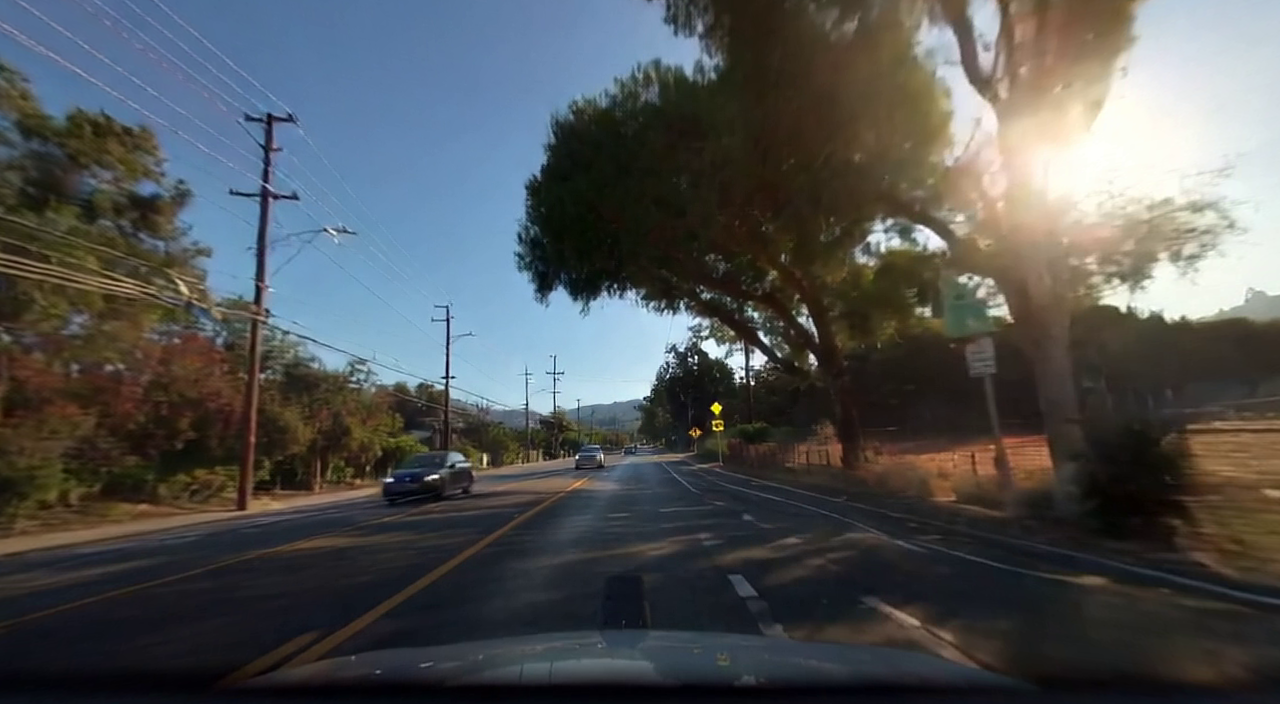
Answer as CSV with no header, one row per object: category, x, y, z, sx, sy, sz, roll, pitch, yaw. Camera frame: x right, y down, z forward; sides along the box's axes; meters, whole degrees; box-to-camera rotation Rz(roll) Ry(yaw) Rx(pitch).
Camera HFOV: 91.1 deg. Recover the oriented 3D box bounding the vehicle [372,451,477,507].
vehicle,-7.518,4.433,22.429,2.140,1.621,4.776,-3,-8,-1
